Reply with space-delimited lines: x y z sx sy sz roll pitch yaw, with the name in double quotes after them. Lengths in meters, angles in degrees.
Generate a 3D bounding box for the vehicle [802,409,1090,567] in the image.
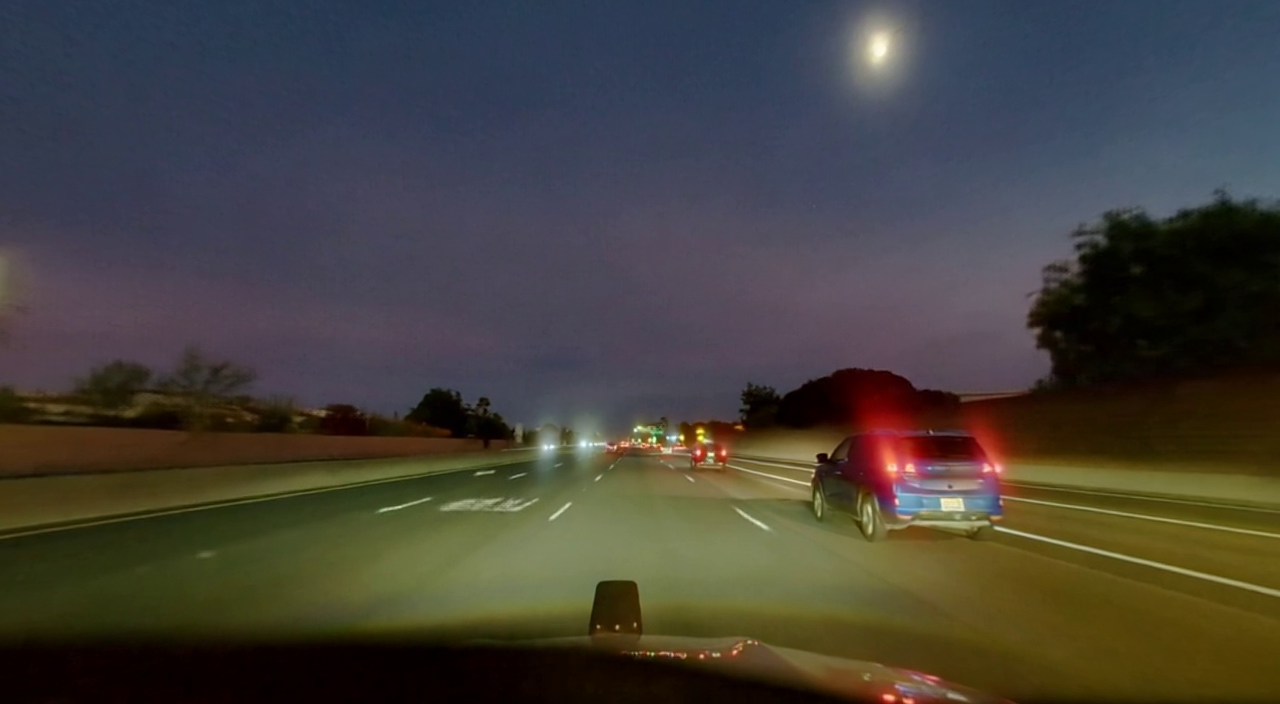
3.869 1.782 9.010 1.910 1.696 4.187 0 -8 -1 "vehicle"

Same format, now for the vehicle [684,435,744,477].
3.185 4.580 28.052 2.045 1.688 4.313 0 -9 -1 "vehicle"
